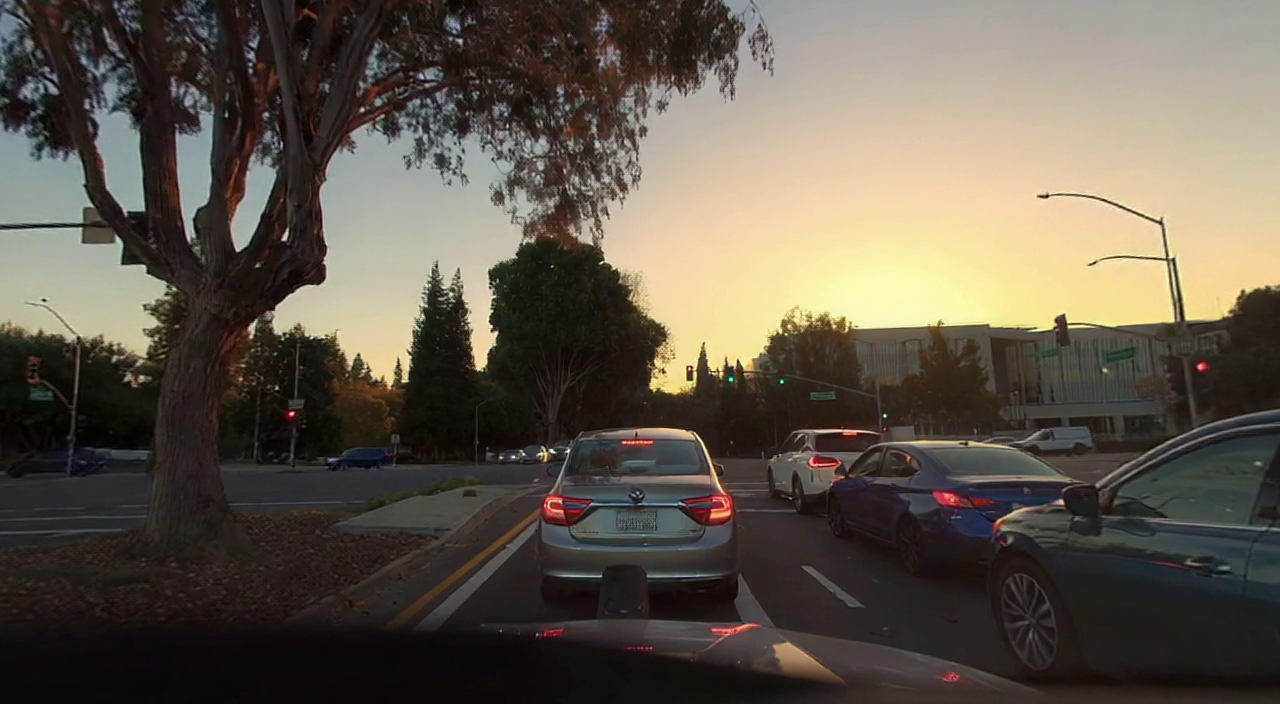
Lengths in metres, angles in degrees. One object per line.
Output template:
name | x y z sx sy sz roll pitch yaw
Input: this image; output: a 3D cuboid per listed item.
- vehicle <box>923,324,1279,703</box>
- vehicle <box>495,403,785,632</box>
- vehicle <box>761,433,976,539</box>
vehicle | 3.721 0.930 3.434 2.162 1.829 4.519 0 -9 -1
vehicle | -0.019 1.476 6.508 2.074 1.631 3.793 0 -9 -1
vehicle | 3.690 2.258 11.302 2.054 1.482 4.654 0 -9 -1
